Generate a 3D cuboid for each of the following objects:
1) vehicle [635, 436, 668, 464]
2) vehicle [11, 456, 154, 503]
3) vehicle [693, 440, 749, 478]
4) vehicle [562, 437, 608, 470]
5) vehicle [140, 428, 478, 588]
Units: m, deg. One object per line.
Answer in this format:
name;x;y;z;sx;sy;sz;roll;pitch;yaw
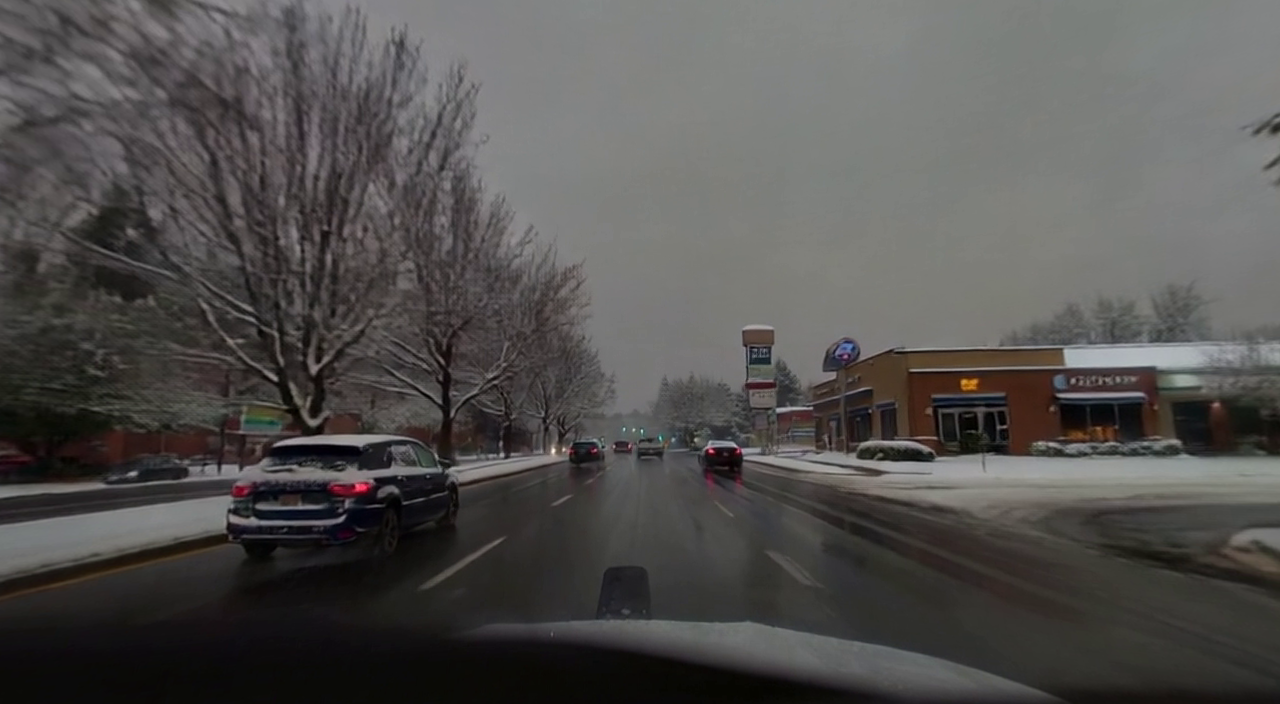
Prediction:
vehicle;0.780;6.728;43.341;2.193;1.873;4.033;0;-9;1
vehicle;-22.653;5.149;25.876;1.877;1.467;4.406;-4;-7;1
vehicle;3.540;4.729;28.110;1.922;1.579;3.642;0;-9;-2
vehicle;-2.969;5.608;34.894;2.026;1.665;4.193;0;-9;2
vehicle;-3.675;1.793;8.141;1.908;1.481;4.351;0;-9;1
